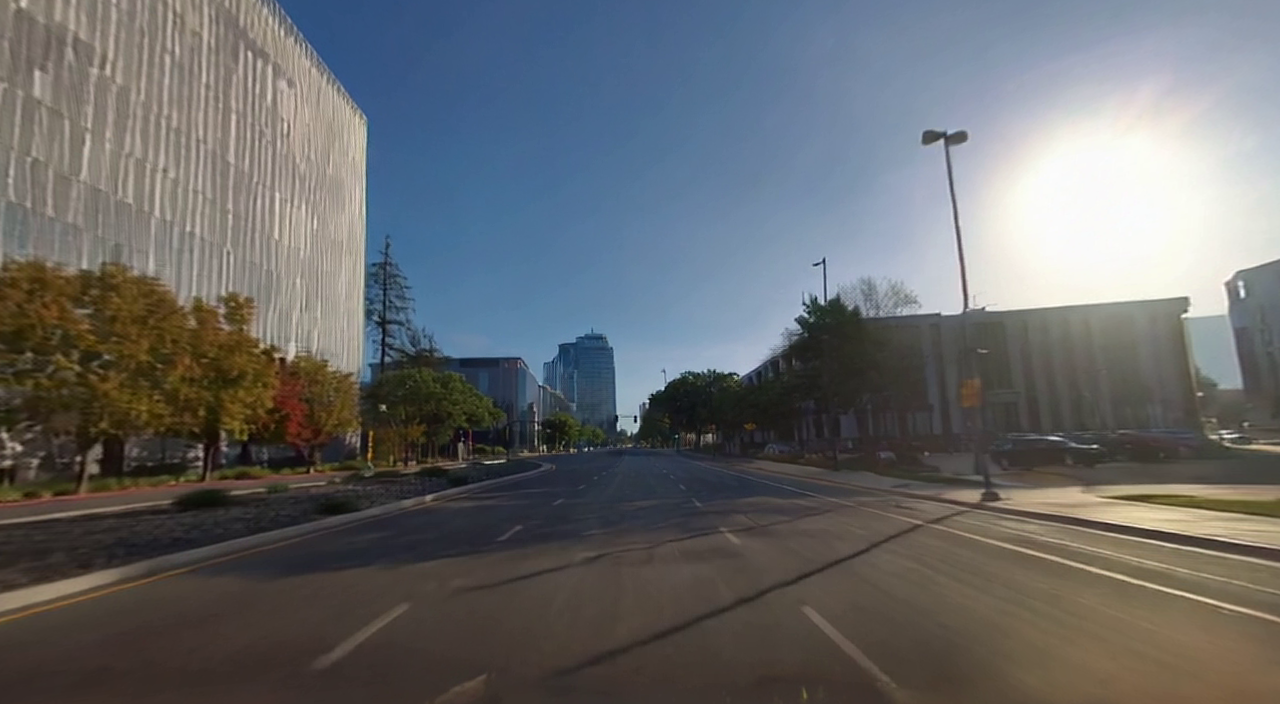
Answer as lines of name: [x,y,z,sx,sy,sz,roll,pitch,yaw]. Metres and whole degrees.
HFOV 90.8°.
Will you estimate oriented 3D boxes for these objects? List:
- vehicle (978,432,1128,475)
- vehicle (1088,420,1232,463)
vehicle: [17.467,4.315,26.875,4.938,1.729,2.098,1,-9,-3]
vehicle: [30.164,5.204,36.788,6.323,2.077,2.262,-3,-8,-2]
